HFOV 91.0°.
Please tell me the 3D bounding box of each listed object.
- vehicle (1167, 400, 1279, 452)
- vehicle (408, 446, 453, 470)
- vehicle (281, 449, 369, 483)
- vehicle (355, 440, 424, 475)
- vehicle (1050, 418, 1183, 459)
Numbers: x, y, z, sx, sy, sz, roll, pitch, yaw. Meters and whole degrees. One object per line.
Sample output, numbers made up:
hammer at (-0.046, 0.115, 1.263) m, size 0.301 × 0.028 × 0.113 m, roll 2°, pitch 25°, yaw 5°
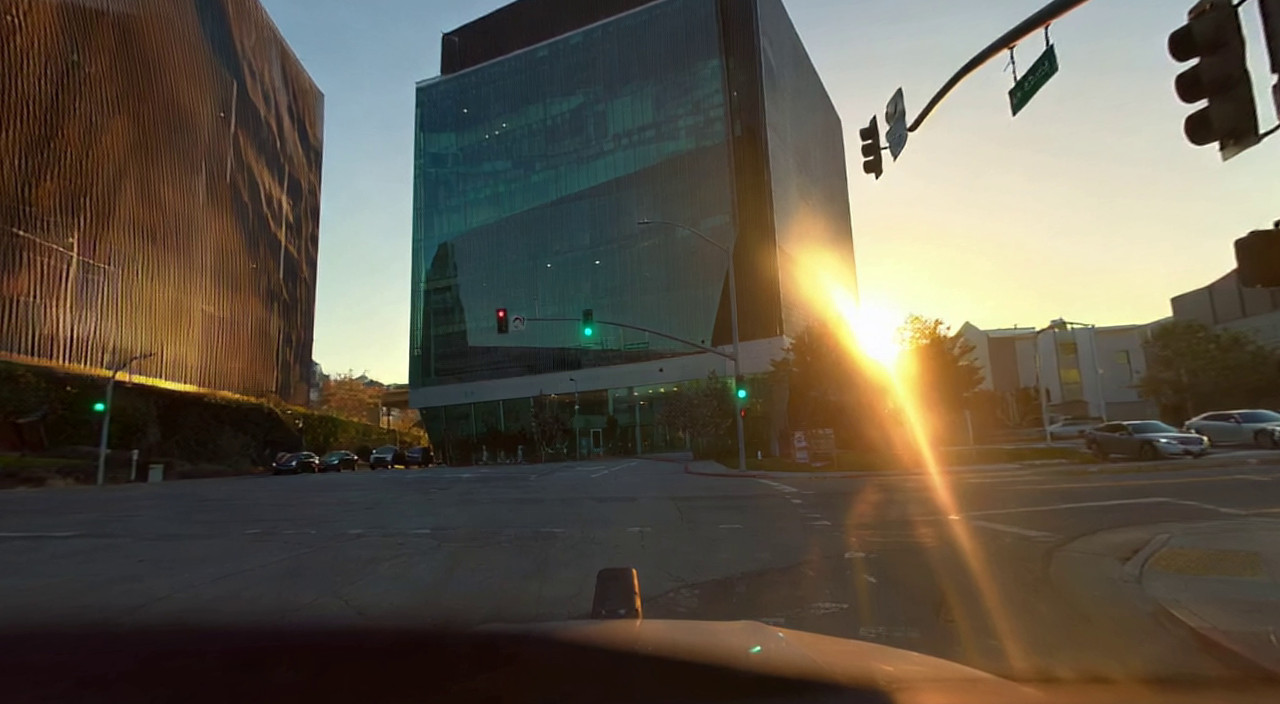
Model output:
vehicle at (24.404, 3.023, 25.197) m, size 2.109 × 1.836 × 5.080 m, roll -2°, pitch -10°, yaw -1°
vehicle at (-15.157, 7.669, 45.750) m, size 1.932 × 1.605 × 4.146 m, roll 1°, pitch -9°, yaw -2°
vehicle at (-14.808, 5.347, 29.898) m, size 1.790 × 1.437 × 4.349 m, roll 0°, pitch -9°, yaw 2°
vehicle at (-14.888, 6.298, 37.729) m, size 2.091 × 1.915 × 5.040 m, roll 0°, pitch -9°, yaw -1°
vehicle at (19.066, 3.526, 25.504) m, size 1.834 × 1.480 × 4.458 m, roll 0°, pitch -9°, yaw -1°
